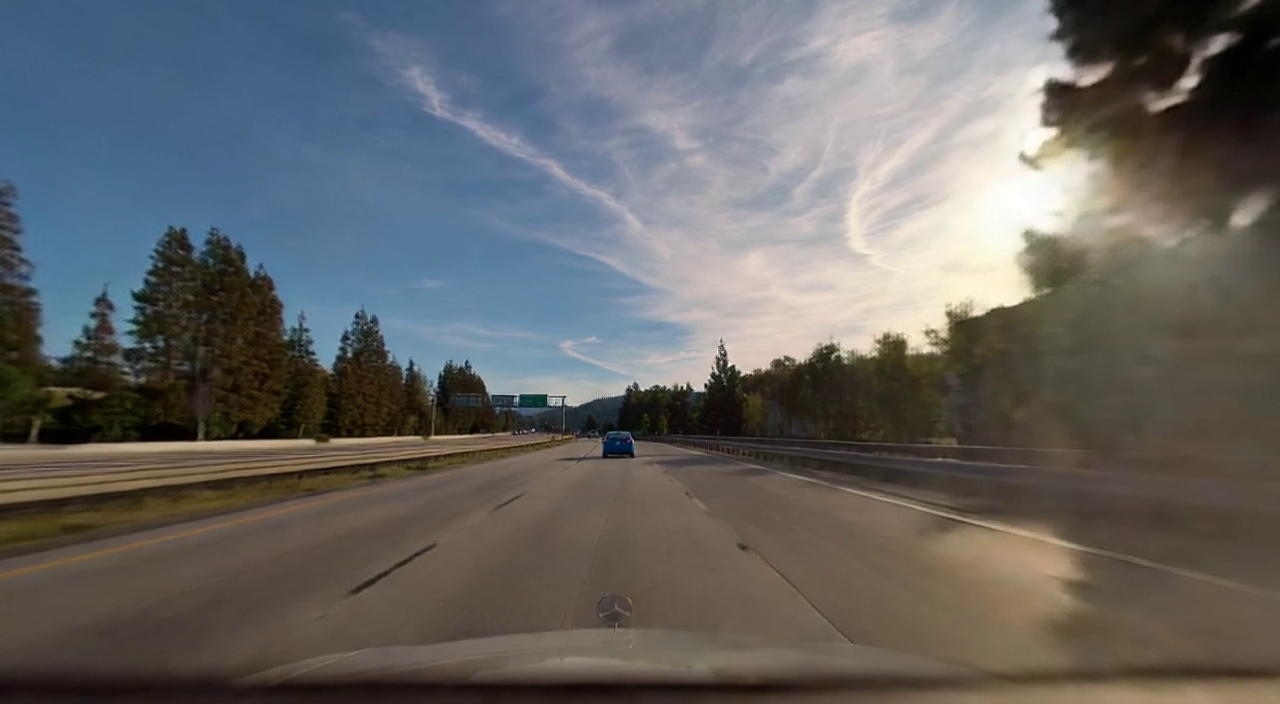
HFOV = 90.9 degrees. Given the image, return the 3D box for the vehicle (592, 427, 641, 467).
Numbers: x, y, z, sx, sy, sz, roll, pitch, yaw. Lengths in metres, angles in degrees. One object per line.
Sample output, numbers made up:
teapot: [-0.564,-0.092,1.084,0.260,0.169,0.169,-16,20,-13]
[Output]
vehicle: [-1.043,4.163,27.815,2.020,1.633,3.942,0,-8,-2]
